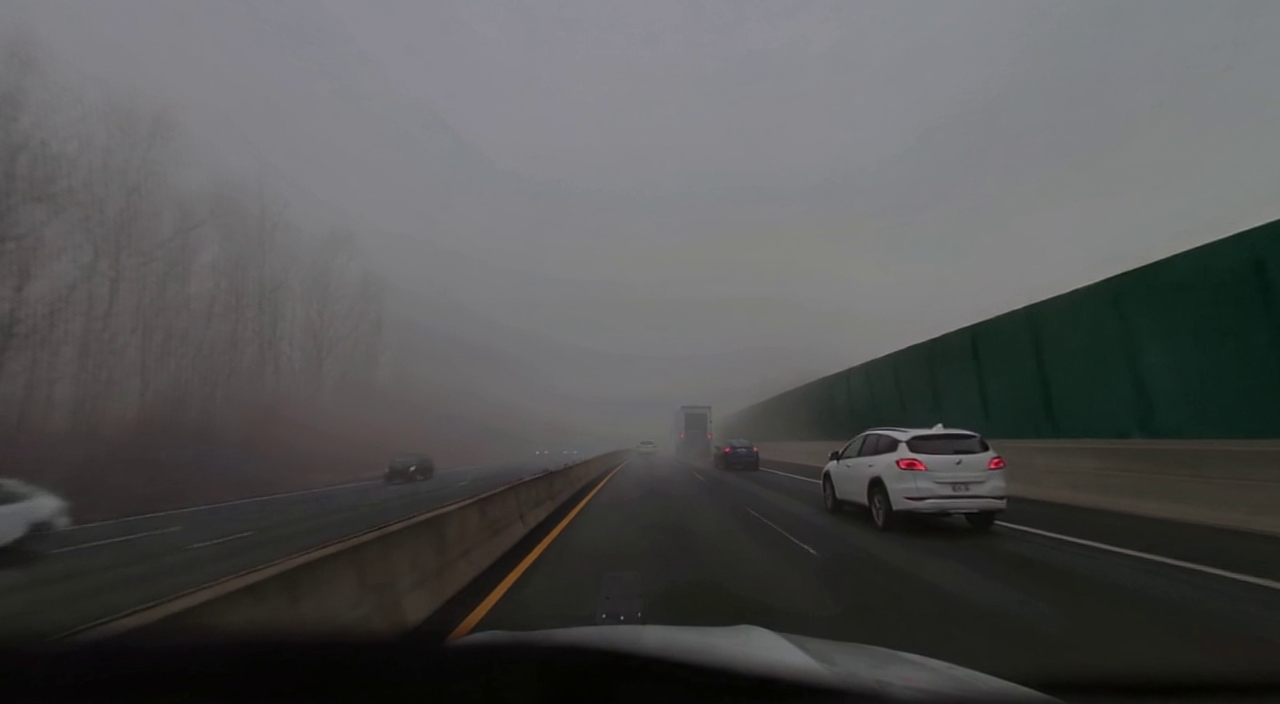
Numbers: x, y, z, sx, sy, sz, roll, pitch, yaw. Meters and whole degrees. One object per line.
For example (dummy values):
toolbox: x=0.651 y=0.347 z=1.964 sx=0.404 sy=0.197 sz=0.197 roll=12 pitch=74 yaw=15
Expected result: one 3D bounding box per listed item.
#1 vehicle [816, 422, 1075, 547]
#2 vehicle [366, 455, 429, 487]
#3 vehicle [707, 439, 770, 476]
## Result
vehicle: x=4.374 y=1.940 z=9.893 sx=1.940 sy=1.539 sz=4.005 roll=1 pitch=-8 yaw=-2
vehicle: x=-12.377 y=6.070 z=32.382 sx=1.822 sy=1.462 sz=3.905 roll=1 pitch=-8 yaw=-3
vehicle: x=4.271 y=4.635 z=27.995 sx=2.000 sy=1.473 sz=4.440 roll=1 pitch=-8 yaw=-1
